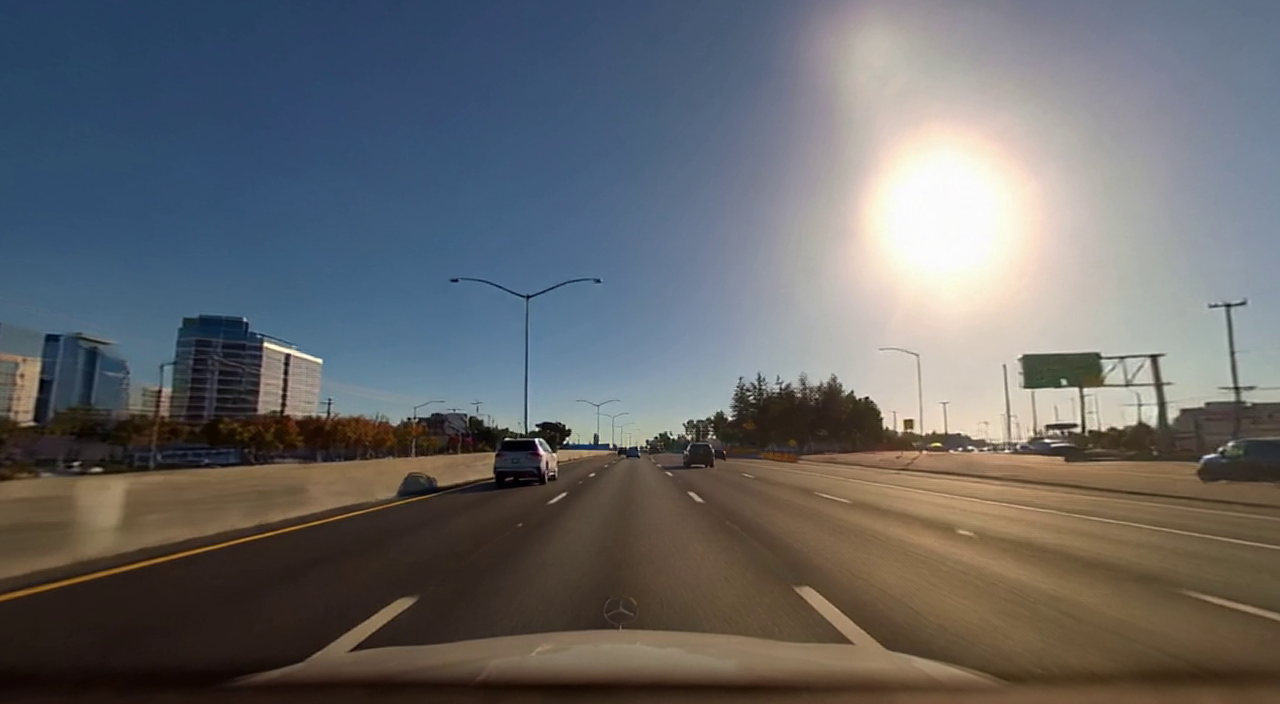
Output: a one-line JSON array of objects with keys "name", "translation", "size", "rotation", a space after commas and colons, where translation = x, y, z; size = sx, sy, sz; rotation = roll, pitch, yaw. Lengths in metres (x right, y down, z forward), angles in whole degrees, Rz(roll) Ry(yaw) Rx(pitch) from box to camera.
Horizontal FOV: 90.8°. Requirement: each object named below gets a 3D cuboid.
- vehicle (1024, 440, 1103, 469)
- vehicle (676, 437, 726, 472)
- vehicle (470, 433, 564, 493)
[{"name": "vehicle", "translation": [28.138, 6.801, 42.213], "size": [2.070, 1.782, 5.006], "rotation": [-1, -9, 5]}, {"name": "vehicle", "translation": [2.994, 5.139, 31.862], "size": [1.997, 1.638, 4.281], "rotation": [0, -9, -1]}, {"name": "vehicle", "translation": [-3.799, 3.522, 20.424], "size": [2.099, 1.682, 4.590], "rotation": [0, -9, 0]}]
